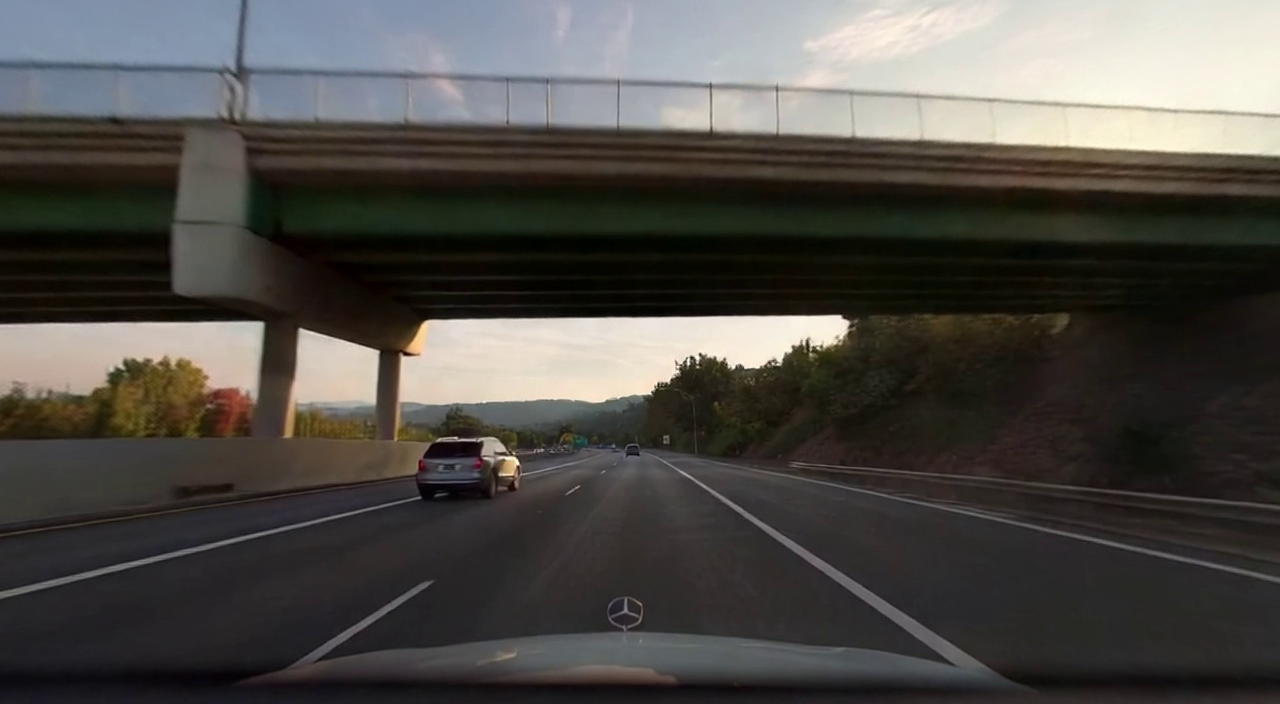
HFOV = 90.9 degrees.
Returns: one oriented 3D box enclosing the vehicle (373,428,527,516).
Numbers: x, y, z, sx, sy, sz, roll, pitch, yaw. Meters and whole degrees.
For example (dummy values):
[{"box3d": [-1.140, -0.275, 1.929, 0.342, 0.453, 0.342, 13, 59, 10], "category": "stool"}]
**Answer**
[{"box3d": [-4.274, 2.800, 15.184, 2.221, 1.750, 4.706, 0, -9, 0], "category": "vehicle"}]
